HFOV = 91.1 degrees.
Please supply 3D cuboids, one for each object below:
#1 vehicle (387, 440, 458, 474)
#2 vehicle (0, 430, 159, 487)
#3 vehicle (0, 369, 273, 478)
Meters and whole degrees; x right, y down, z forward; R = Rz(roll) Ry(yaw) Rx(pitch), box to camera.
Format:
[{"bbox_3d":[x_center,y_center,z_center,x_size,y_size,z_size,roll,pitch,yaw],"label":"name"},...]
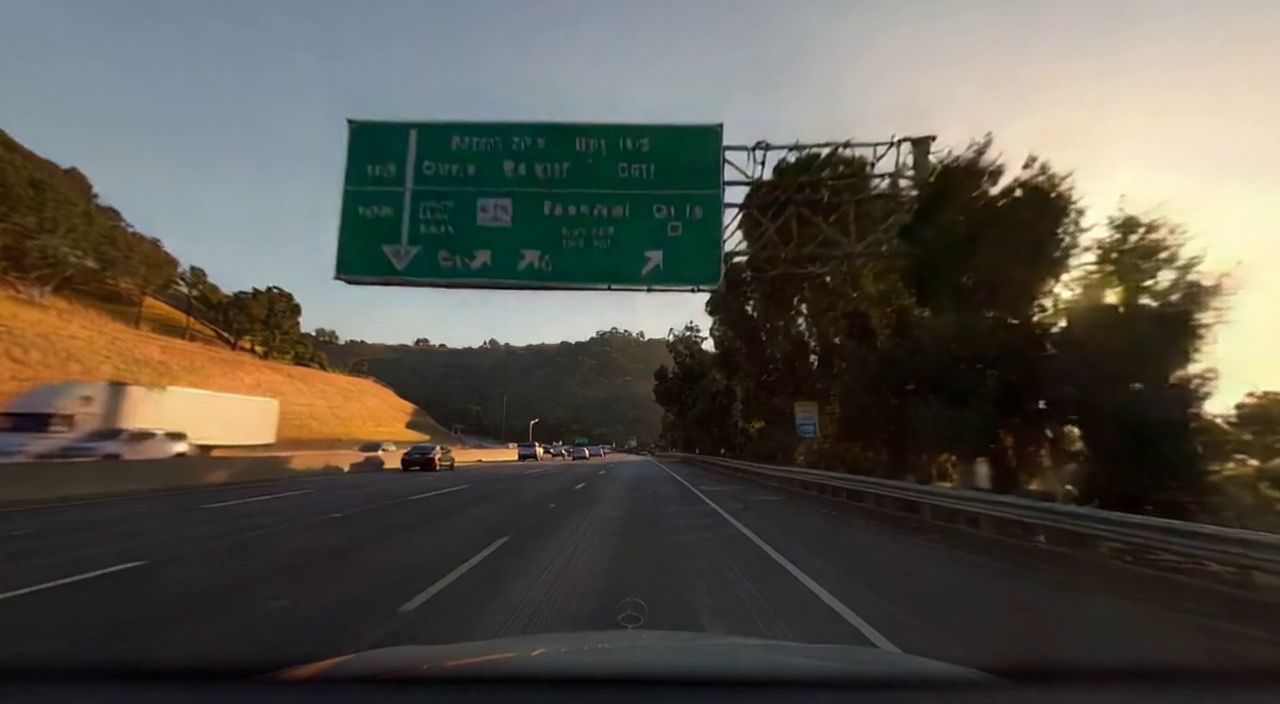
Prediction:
[{"bbox_3d":[-11.058,5.346,32.317,2.001,1.625,4.528,0,-8,0],"label":"vehicle"},{"bbox_3d":[-17.570,3.225,19.391,1.940,1.542,4.410,0,-8,0],"label":"vehicle"},{"bbox_3d":[-21.944,3.417,28.398,2.931,3.787,12.999,0,-8,0],"label":"vehicle"}]
